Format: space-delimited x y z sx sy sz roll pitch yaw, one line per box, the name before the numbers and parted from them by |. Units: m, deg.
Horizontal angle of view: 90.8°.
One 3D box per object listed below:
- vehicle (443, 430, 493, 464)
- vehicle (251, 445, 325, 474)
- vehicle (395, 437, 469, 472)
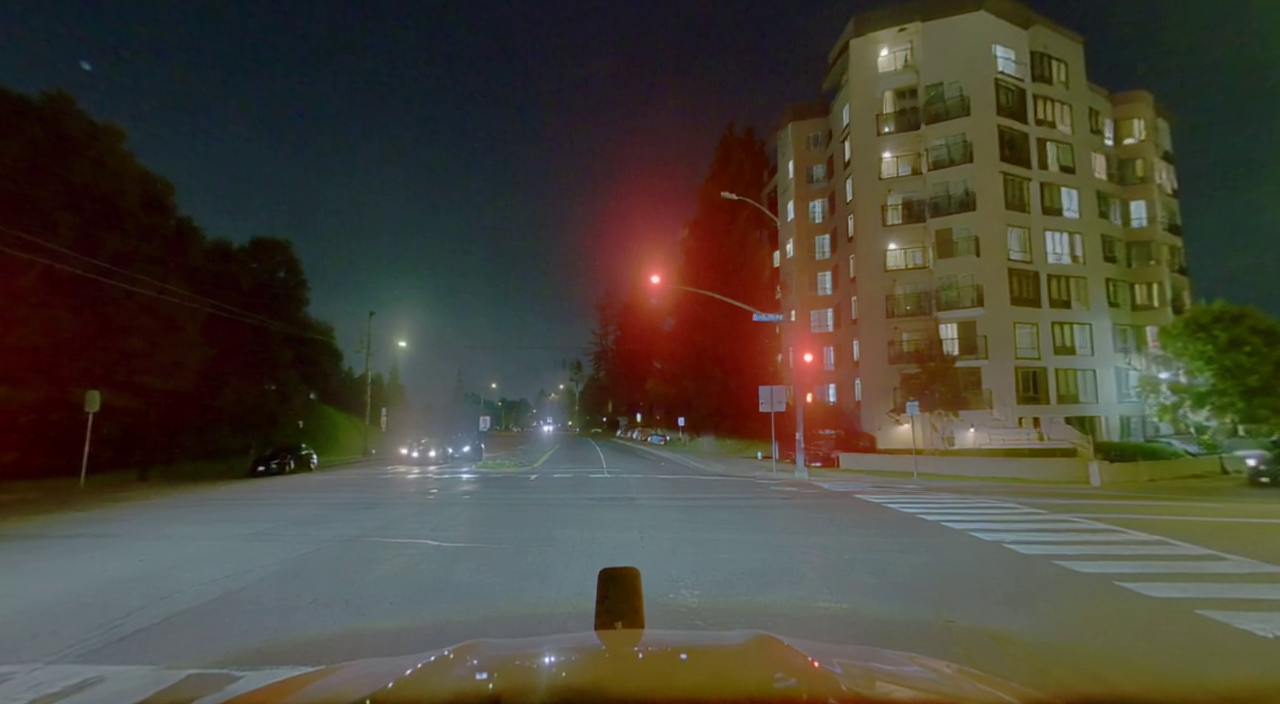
vehicle | -9.771 5.453 36.172 1.910 1.818 4.057 0 -9 -3
vehicle | -21.093 6.452 38.095 1.981 1.628 4.336 0 -9 -1
vehicle | -9.664 4.798 29.781 2.116 1.521 4.294 0 -9 -1
